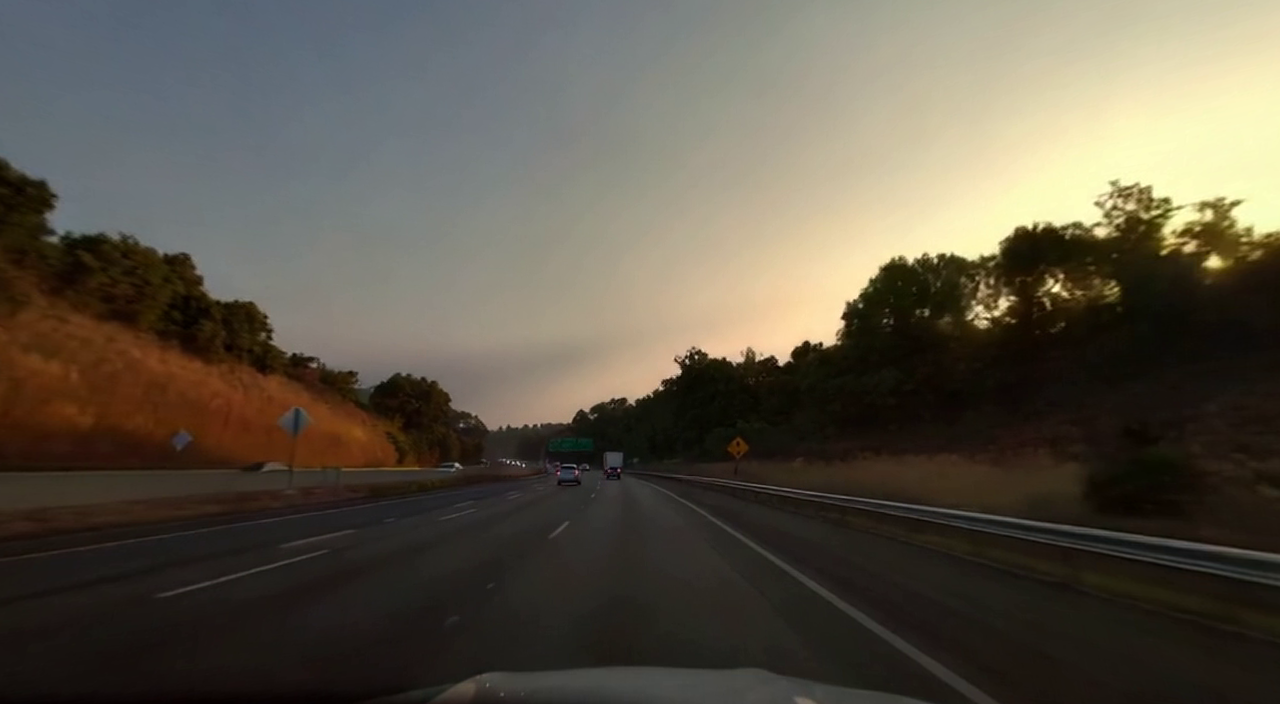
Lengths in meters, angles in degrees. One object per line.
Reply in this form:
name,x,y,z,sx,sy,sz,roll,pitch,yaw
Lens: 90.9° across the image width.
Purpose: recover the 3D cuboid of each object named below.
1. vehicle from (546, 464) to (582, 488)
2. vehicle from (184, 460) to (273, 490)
vehicle,-5.237,8.589,43.797,2.115,1.546,4.638,1,-10,-2
vehicle,-21.994,6.605,33.912,1.847,1.469,4.439,1,-10,-2
